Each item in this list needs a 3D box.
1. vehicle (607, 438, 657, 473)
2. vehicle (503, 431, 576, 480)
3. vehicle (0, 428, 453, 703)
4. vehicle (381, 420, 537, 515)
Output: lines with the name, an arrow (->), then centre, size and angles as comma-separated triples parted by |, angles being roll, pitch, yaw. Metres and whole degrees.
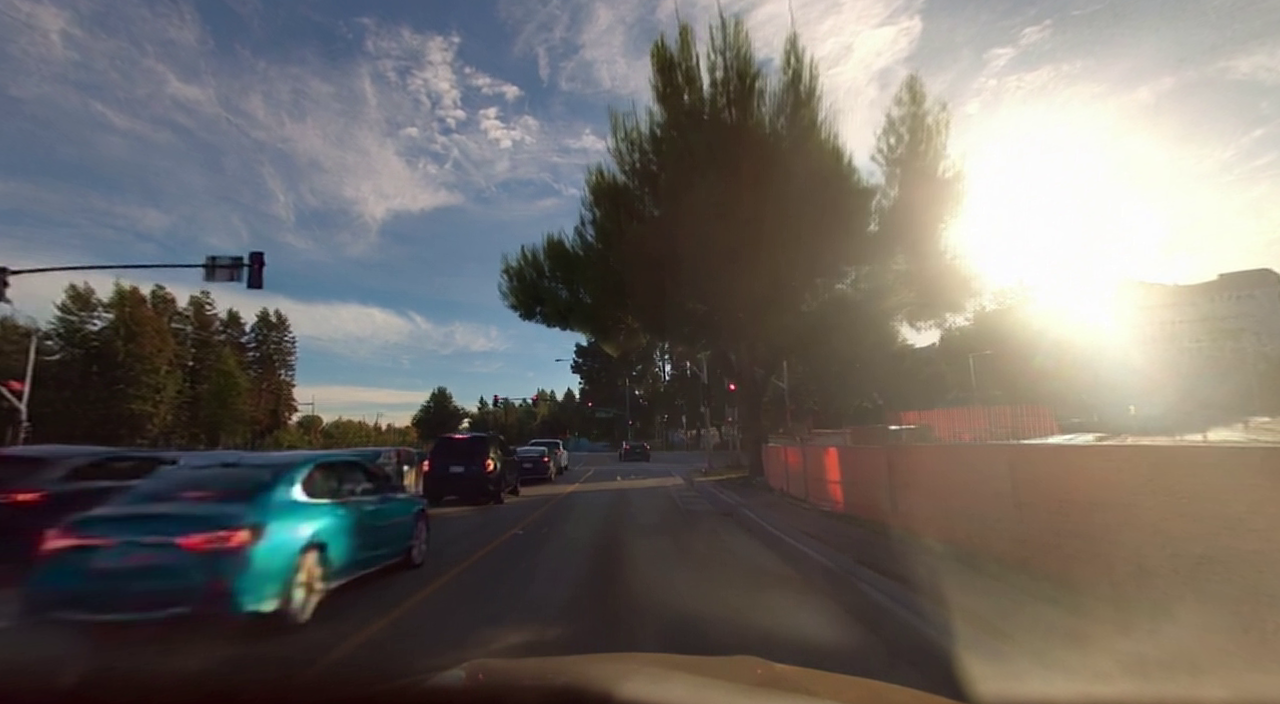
vehicle -> -0.364, 4.849, 29.808 | 2.183, 1.506, 4.286 | 0, -9, 0
vehicle -> -4.095, 4.322, 26.588 | 2.240, 1.844, 5.043 | 0, -9, 0
vehicle -> -3.261, 1.485, 5.496 | 2.042, 1.441, 4.172 | -2, -9, 0
vehicle -> -4.031, 2.683, 15.148 | 2.236, 1.886, 4.792 | 0, -9, 1
